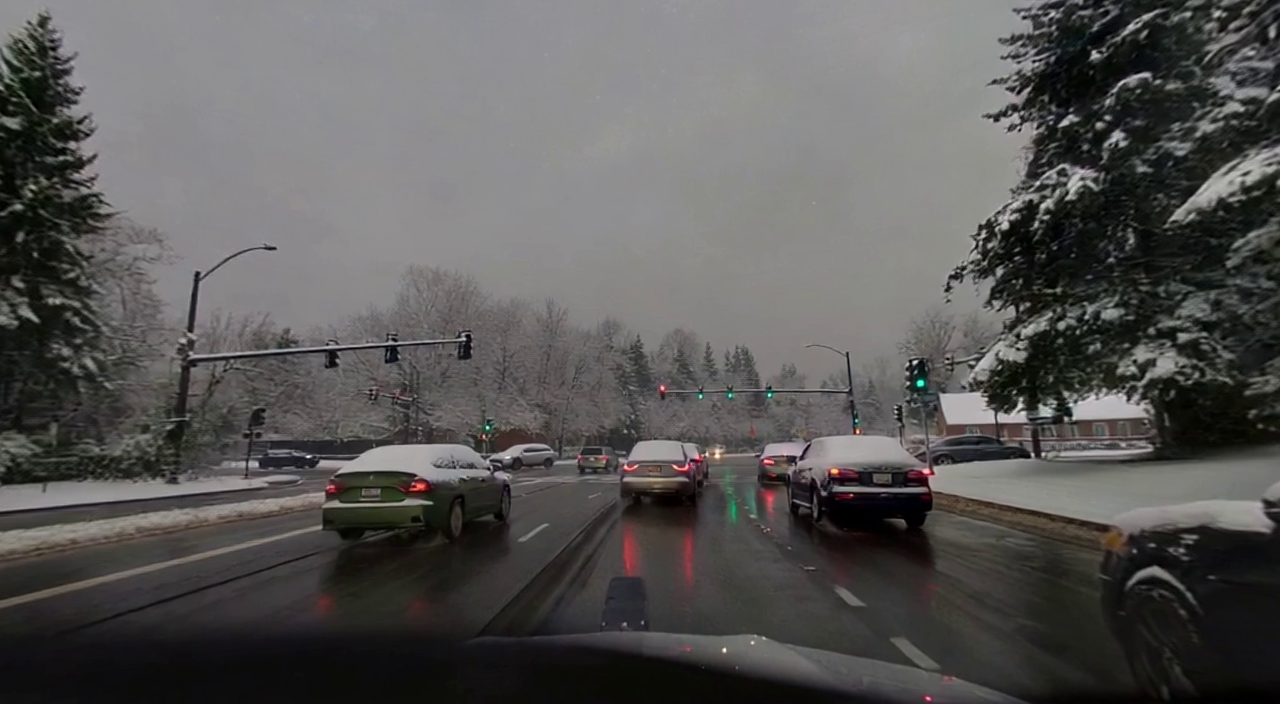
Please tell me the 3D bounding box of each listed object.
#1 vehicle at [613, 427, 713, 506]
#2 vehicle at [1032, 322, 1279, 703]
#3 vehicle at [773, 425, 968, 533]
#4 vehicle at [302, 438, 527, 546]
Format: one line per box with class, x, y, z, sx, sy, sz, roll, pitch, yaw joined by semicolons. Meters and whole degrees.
vehicle;0.703;2.935;16.554;2.250;1.768;4.574;-1;-9;5
vehicle;3.496;0.636;1.508;2.116;1.759;4.635;0;-9;0
vehicle;4.014;2.304;12.023;2.106;1.636;4.655;-1;-9;2
vehicle;-3.537;2.284;11.047;2.006;1.464;4.586;-1;-9;4
